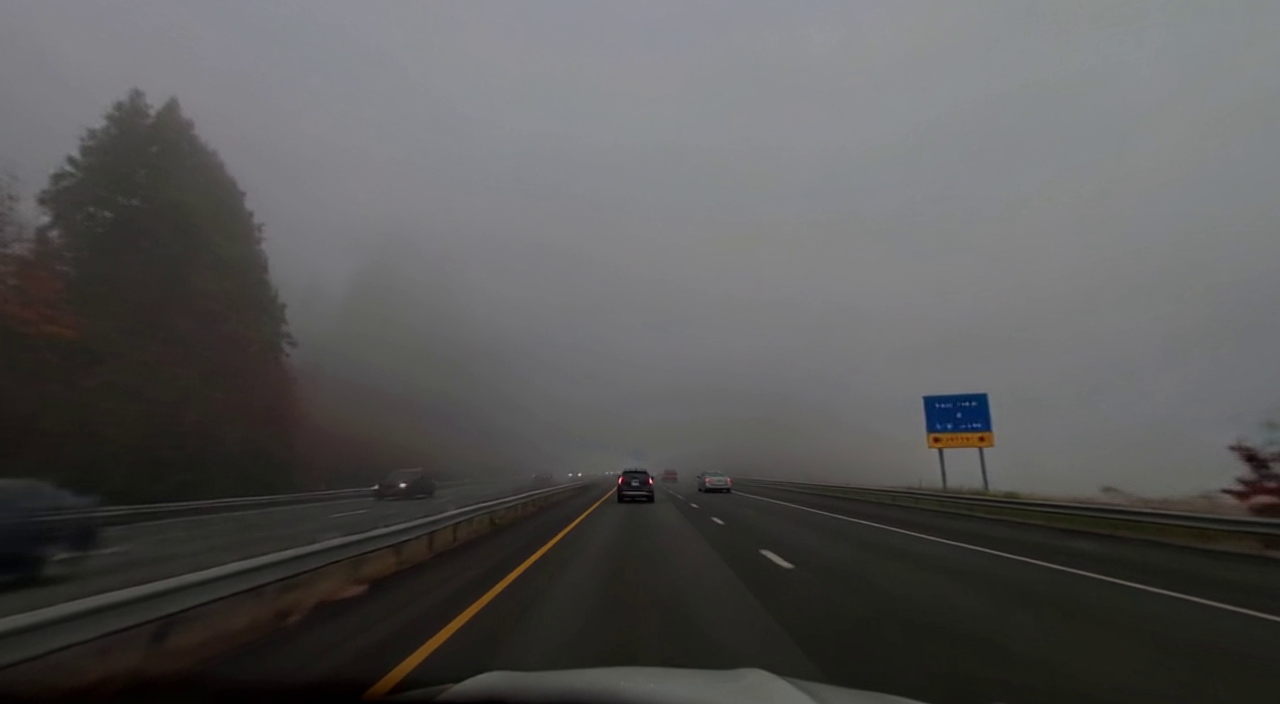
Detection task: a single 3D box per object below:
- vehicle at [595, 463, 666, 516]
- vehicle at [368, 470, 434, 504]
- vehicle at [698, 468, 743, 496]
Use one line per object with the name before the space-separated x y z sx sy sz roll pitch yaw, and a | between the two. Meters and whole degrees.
vehicle | -0.287 4.342 20.178 2.060 1.473 3.726 1 -10 -1
vehicle | -12.322 6.950 32.760 1.856 1.595 3.945 1 -10 0
vehicle | 4.516 7.373 35.952 1.974 1.476 4.119 1 -10 -1
